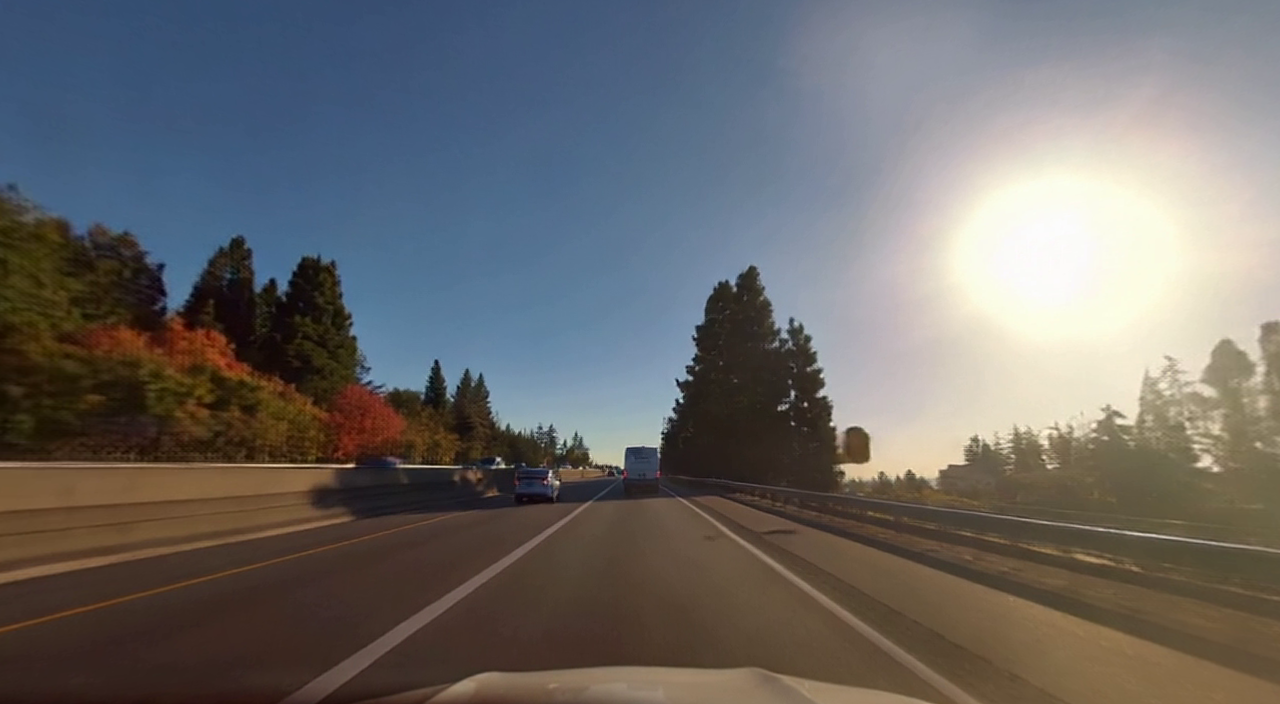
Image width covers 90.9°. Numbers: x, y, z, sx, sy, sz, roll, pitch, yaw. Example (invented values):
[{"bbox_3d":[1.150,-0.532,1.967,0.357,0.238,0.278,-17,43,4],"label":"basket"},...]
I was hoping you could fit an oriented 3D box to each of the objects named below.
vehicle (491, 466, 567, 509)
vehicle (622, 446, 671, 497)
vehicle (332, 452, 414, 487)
[{"bbox_3d":[-4.279,5.327,25.094,2.128,1.491,4.508,1,-11,1],"label":"vehicle"},{"bbox_3d":[0.286,6.636,35.061,2.482,2.549,5.447,1,-11,-1],"label":"vehicle"},{"bbox_3d":[-12.748,5.671,30.456,1.977,1.491,4.522,1,-11,0],"label":"vehicle"}]
